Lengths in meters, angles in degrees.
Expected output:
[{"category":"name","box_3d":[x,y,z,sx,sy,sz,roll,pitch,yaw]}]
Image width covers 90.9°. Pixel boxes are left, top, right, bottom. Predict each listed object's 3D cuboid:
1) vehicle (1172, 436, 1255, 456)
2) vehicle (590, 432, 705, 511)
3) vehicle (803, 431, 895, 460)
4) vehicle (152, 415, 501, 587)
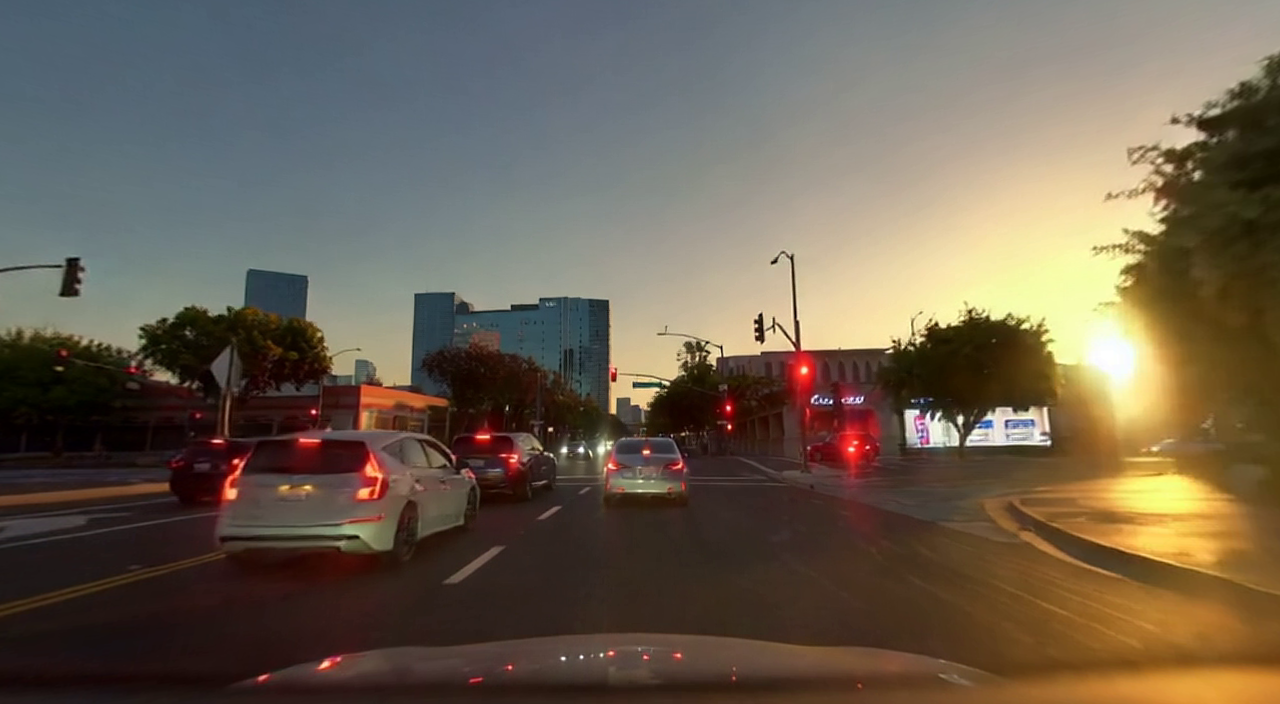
[{"category":"vehicle","box_3d":[43.691,7.150,48.039,4.582,1.442,1.860,0,-8,-3]},{"category":"vehicle","box_3d":[0.236,2.633,14.408,2.258,1.507,3.896,-1,-8,3]},{"category":"vehicle","box_3d":[13.078,5.866,39.617,5.032,1.762,1.982,0,-8,0]},{"category":"vehicle","box_3d":[-3.290,1.653,7.870,2.029,1.517,4.375,0,-8,1]}]
